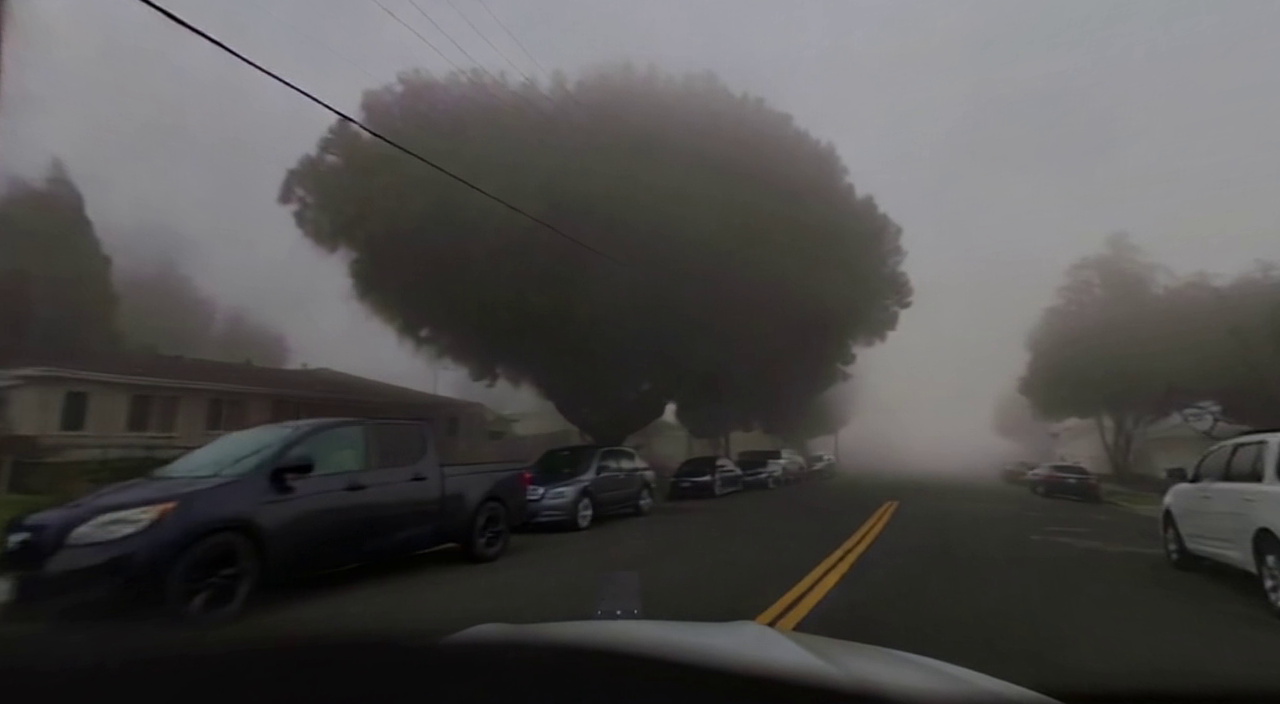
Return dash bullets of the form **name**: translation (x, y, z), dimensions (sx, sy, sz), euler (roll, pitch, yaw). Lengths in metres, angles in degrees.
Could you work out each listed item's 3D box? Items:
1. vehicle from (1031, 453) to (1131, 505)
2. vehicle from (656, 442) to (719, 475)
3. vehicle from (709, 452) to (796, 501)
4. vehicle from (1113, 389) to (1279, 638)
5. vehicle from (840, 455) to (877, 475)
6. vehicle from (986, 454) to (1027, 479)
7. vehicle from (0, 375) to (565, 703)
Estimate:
- **vehicle**: translation (14.936, 4.249, 21.656), dimensions (1.870, 1.536, 4.568), euler (-4, -9, 24)
- **vehicle**: translation (3.043, 6.534, 38.995), dimensions (2.232, 1.836, 5.443), euler (-3, -9, 23)
- **vehicle**: translation (4.194, 4.412, 22.886), dimensions (1.897, 1.523, 4.626), euler (-4, -10, 25)
- **vehicle**: translation (6.941, 1.516, 6.468), dimensions (2.226, 1.928, 5.339), euler (-4, -9, 25)
- **vehicle**: translation (17.307, 8.898, 49.949), dimensions (1.960, 1.460, 4.425), euler (-4, -10, 29)
- **vehicle**: translation (27.164, 8.431, 46.979), dimensions (2.310, 1.527, 4.705), euler (-2, -8, 27)
- **vehicle**: translation (-3.365, 1.517, 6.939), dimensions (2.385, 1.967, 5.971), euler (-4, -8, 23)
